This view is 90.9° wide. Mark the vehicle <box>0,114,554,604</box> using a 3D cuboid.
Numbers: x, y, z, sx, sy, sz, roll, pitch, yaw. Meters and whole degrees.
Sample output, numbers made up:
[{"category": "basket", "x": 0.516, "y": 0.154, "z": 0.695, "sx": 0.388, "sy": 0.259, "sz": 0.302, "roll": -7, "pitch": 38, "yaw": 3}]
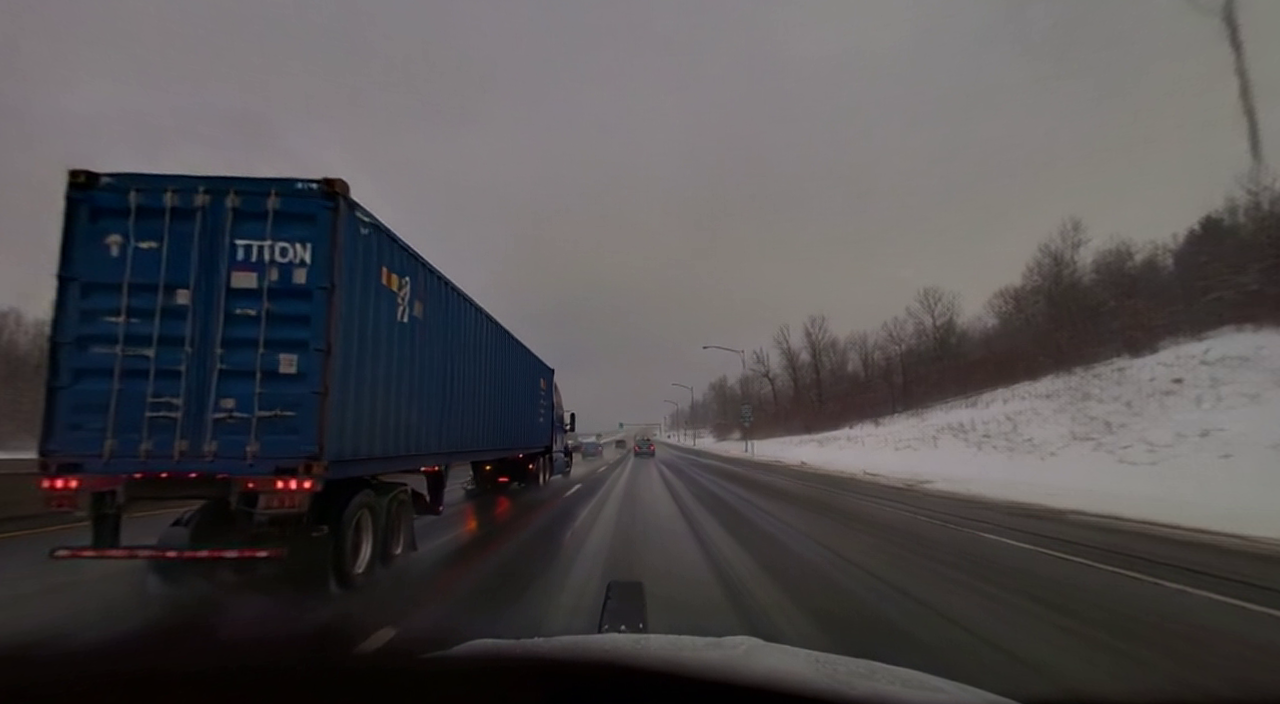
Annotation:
[{"category": "vehicle", "x": -4.027, "y": 0.915, "z": 11.781, "sx": 2.840, "sy": 4.032, "sz": 13.388, "roll": 0, "pitch": -8, "yaw": 0}]

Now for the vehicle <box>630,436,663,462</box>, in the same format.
[{"category": "vehicle", "x": 0.411, "y": 6.718, "z": 43.706, "sx": 2.136, "sy": 1.718, "sz": 4.157, "roll": 0, "pitch": -8, "yaw": 0}]
